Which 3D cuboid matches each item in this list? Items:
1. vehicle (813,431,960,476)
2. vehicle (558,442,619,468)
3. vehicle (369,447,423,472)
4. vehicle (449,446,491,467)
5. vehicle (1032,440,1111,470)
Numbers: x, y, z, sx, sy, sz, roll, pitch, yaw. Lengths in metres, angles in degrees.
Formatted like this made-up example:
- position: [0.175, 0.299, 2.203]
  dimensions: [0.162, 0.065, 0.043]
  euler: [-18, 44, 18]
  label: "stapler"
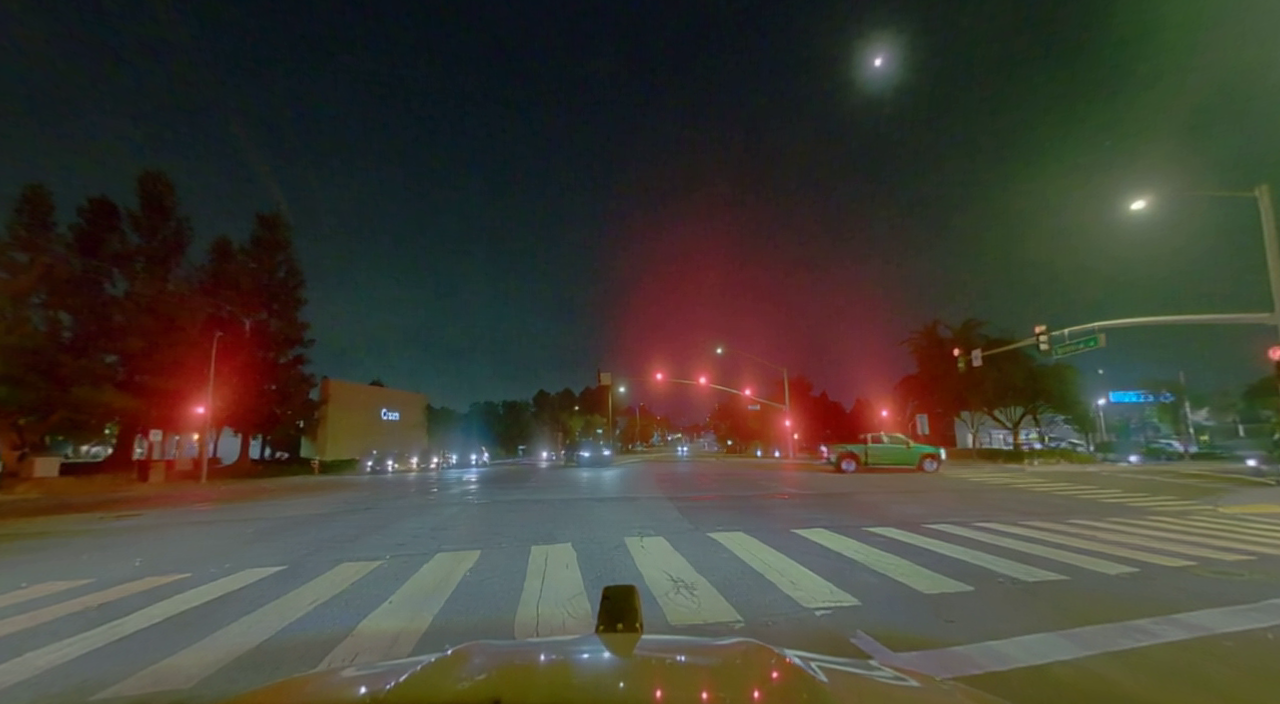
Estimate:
- position: [10.969, 4.566, 28.512]
  dimensions: [5.667, 1.927, 2.289]
  euler: [0, -9, 3]
  label: "vehicle"
- position: [-3.182, 6.254, 38.460]
  dimensions: [1.879, 1.464, 4.457]
  euler: [5, -10, -31]
  label: "vehicle"
- position: [-16.245, 7.144, 42.254]
  dimensions: [1.883, 1.586, 4.297]
  euler: [0, -9, 0]
  label: "vehicle"
- position: [-12.605, 7.760, 47.082]
  dimensions: [1.946, 1.474, 4.008]
  euler: [0, -9, 0]
  label: "vehicle"
- position: [26.365, 6.266, 38.558]
  dimensions: [4.541, 1.731, 2.007]
  euler: [5, -10, -28]
  label: "vehicle"
